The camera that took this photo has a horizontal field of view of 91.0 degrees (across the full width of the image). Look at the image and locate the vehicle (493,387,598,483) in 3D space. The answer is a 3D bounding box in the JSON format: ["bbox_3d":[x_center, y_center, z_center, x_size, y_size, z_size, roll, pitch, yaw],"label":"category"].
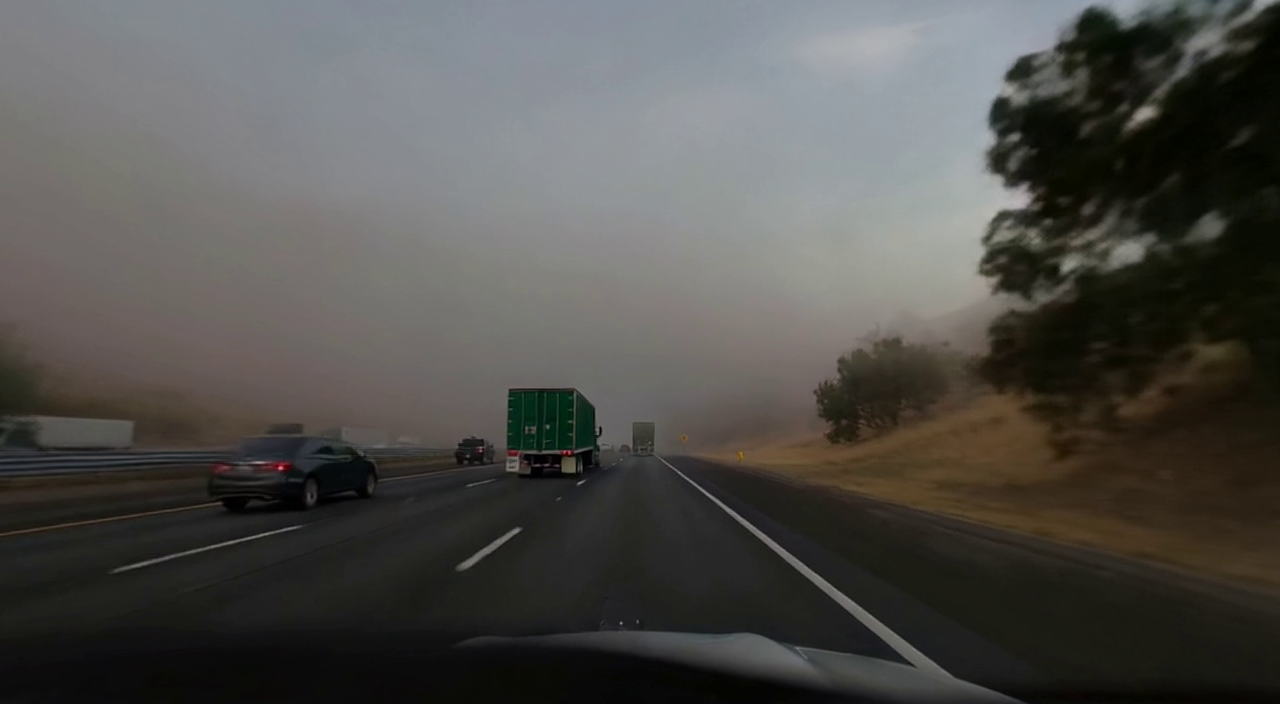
[{"bbox_3d":[-3.606,3.667,27.257,2.789,3.271,10.894,1,-8,0],"label":"vehicle"}]

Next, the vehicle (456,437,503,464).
[{"bbox_3d":[-10.683,6.591,42.148,1.964,1.652,4.071,1,-8,1],"label":"vehicle"}]

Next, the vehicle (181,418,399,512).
[{"bbox_3d":[-7.481,2.476,14.213,2.125,1.725,4.715,1,-8,1],"label":"vehicle"}]
